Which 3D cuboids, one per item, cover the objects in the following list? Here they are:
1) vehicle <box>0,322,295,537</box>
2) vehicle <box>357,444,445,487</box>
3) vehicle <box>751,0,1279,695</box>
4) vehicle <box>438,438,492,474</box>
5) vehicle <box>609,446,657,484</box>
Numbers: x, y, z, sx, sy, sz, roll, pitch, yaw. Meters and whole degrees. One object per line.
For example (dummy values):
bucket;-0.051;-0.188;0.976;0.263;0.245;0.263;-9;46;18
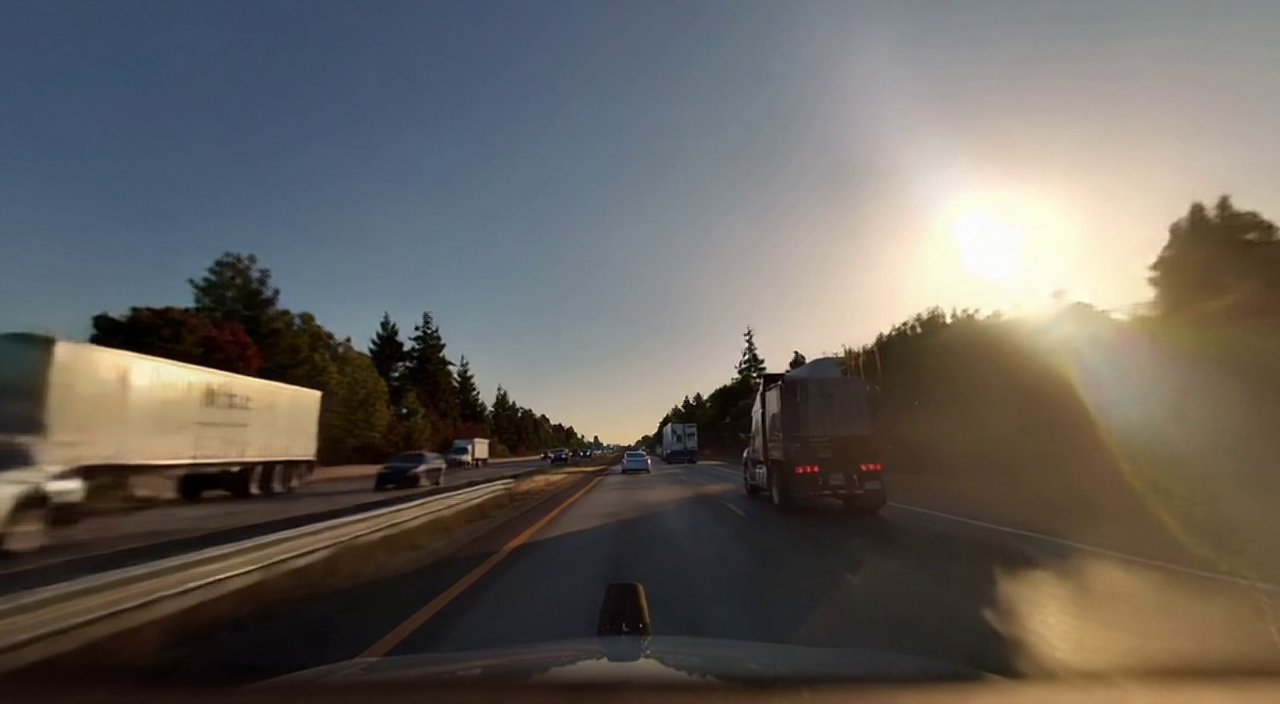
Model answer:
vehicle;-13.162;2.082;15.710;2.788;3.916;10.940;0;-9;1
vehicle;-8.763;4.182;23.456;1.848;1.453;3.640;0;-9;0
vehicle;4.646;0.854;10.483;2.842;4.060;13.939;0;-9;-1
vehicle;-13.365;7.998;48.705;2.255;2.511;6.577;0;-9;0
vehicle;-0.296;4.837;27.132;1.939;1.495;3.612;0;-9;0
